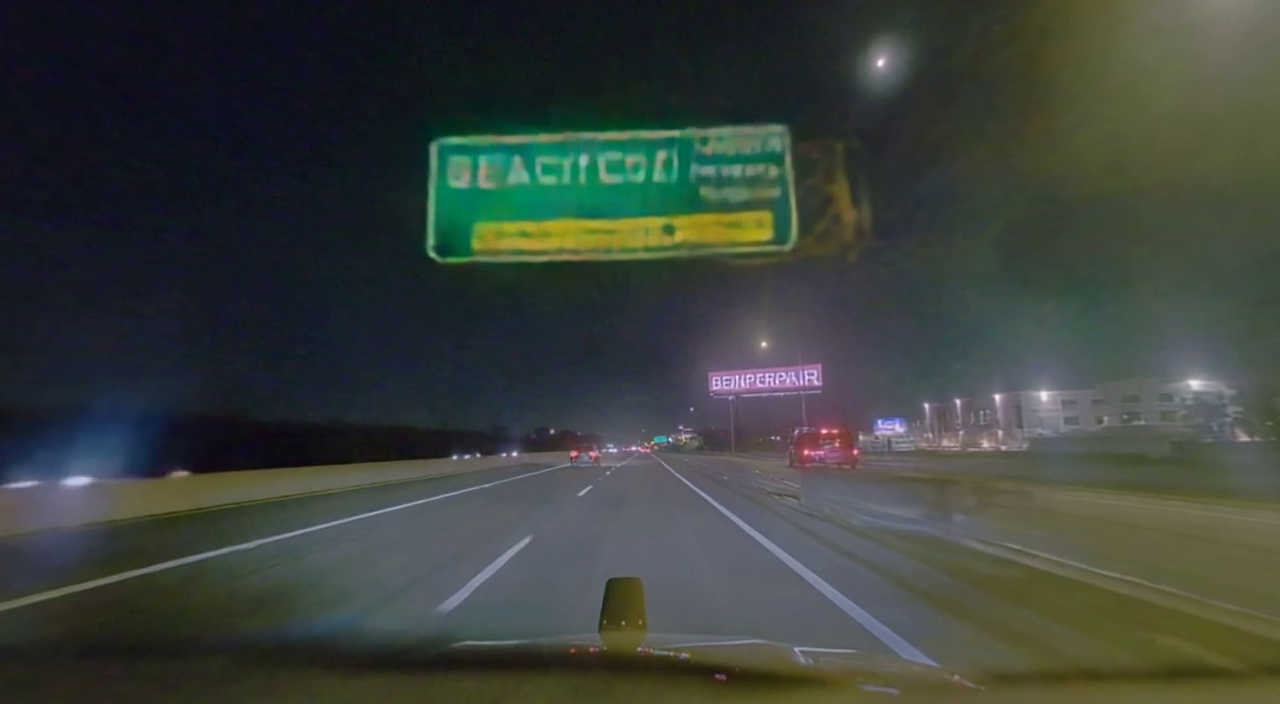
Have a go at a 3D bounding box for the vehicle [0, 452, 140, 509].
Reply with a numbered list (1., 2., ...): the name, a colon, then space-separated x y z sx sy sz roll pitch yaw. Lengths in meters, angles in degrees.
1. vehicle: -17.191 3.741 18.732 1.629 1.476 3.605 -1 -9 0

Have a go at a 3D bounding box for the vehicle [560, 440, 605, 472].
1. vehicle: -3.403 6.287 38.382 2.159 1.793 5.027 -1 -9 1
